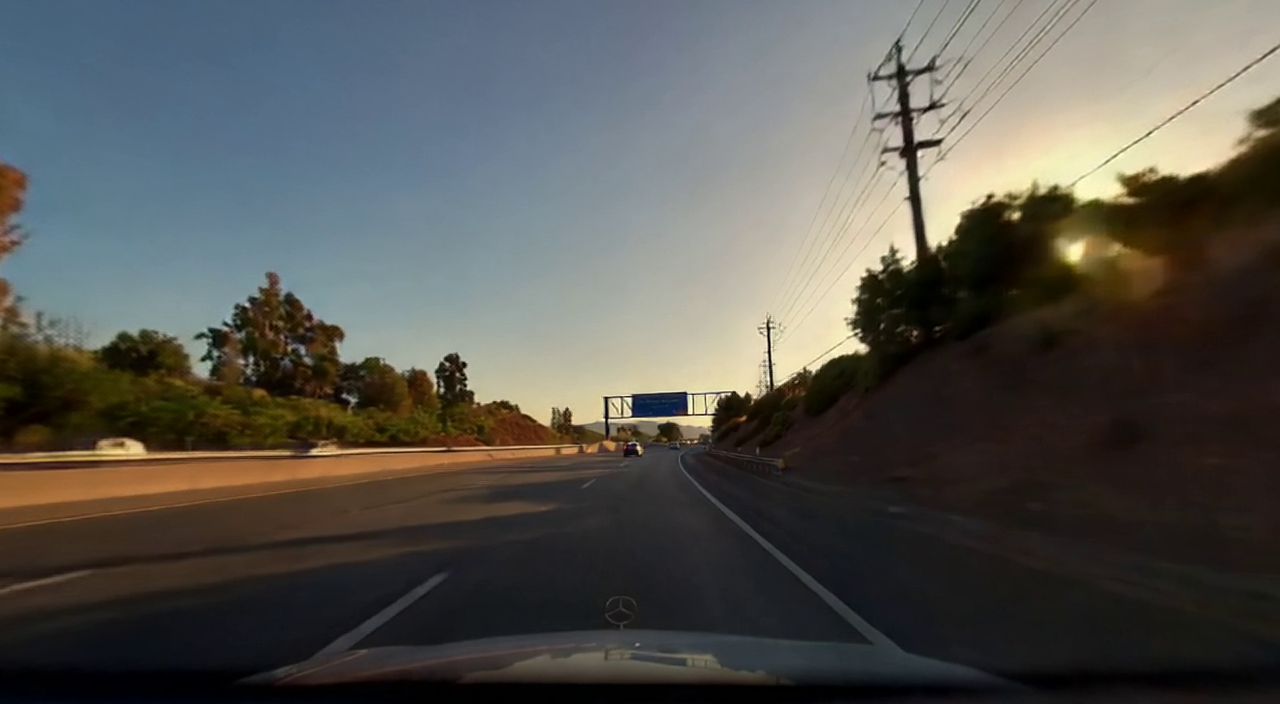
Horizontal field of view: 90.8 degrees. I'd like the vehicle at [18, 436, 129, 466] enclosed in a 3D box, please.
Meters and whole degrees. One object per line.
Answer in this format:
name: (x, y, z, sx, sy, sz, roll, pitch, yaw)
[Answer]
vehicle: (-31.417, 5.489, 35.265, 1.839, 1.551, 4.585, 0, -9, 2)
